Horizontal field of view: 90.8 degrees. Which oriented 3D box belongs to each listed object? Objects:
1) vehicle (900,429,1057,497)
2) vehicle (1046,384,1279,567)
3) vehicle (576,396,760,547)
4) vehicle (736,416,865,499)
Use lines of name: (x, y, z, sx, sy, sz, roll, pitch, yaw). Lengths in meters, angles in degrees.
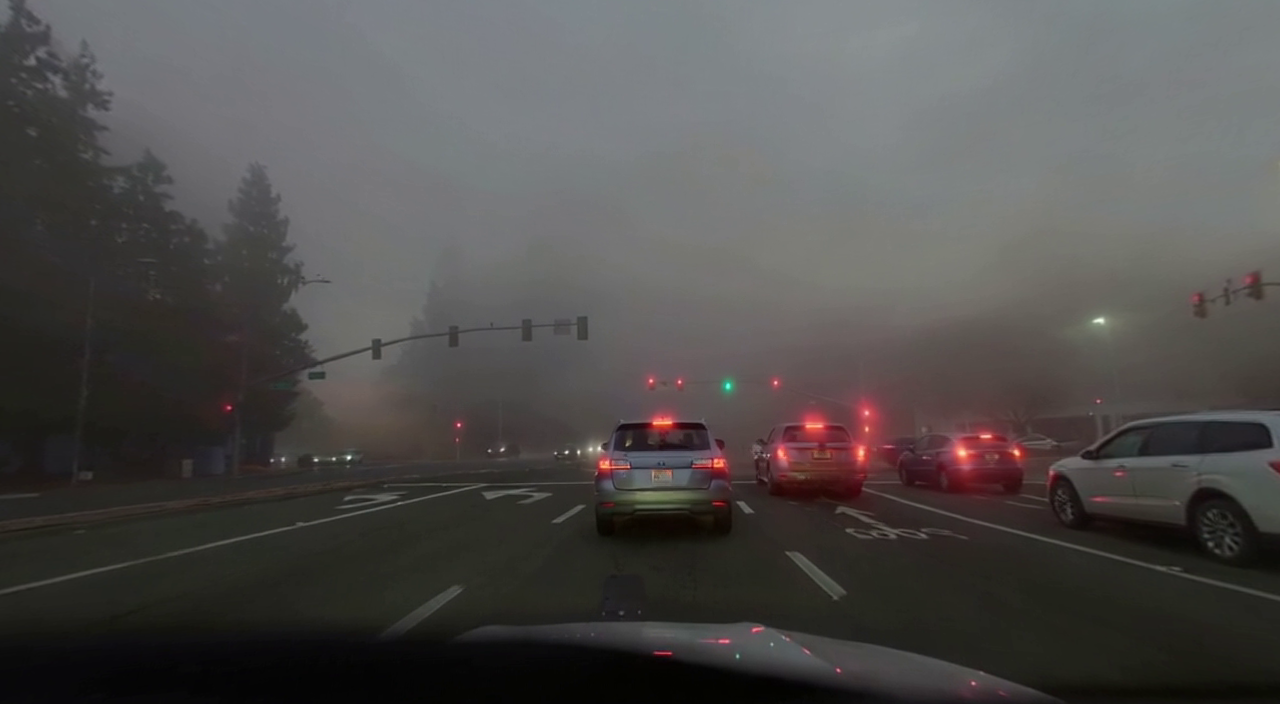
vehicle: (8.374, 2.787, 16.156, 1.862, 1.471, 4.297, -1, -9, 4)
vehicle: (7.395, 1.420, 7.606, 2.074, 1.791, 4.393, 0, -9, 1)
vehicle: (0.311, 1.751, 9.763, 2.211, 1.795, 4.179, 0, -9, -1)
vehicle: (3.837, 2.650, 16.075, 2.188, 1.774, 4.646, -1, -9, 2)
